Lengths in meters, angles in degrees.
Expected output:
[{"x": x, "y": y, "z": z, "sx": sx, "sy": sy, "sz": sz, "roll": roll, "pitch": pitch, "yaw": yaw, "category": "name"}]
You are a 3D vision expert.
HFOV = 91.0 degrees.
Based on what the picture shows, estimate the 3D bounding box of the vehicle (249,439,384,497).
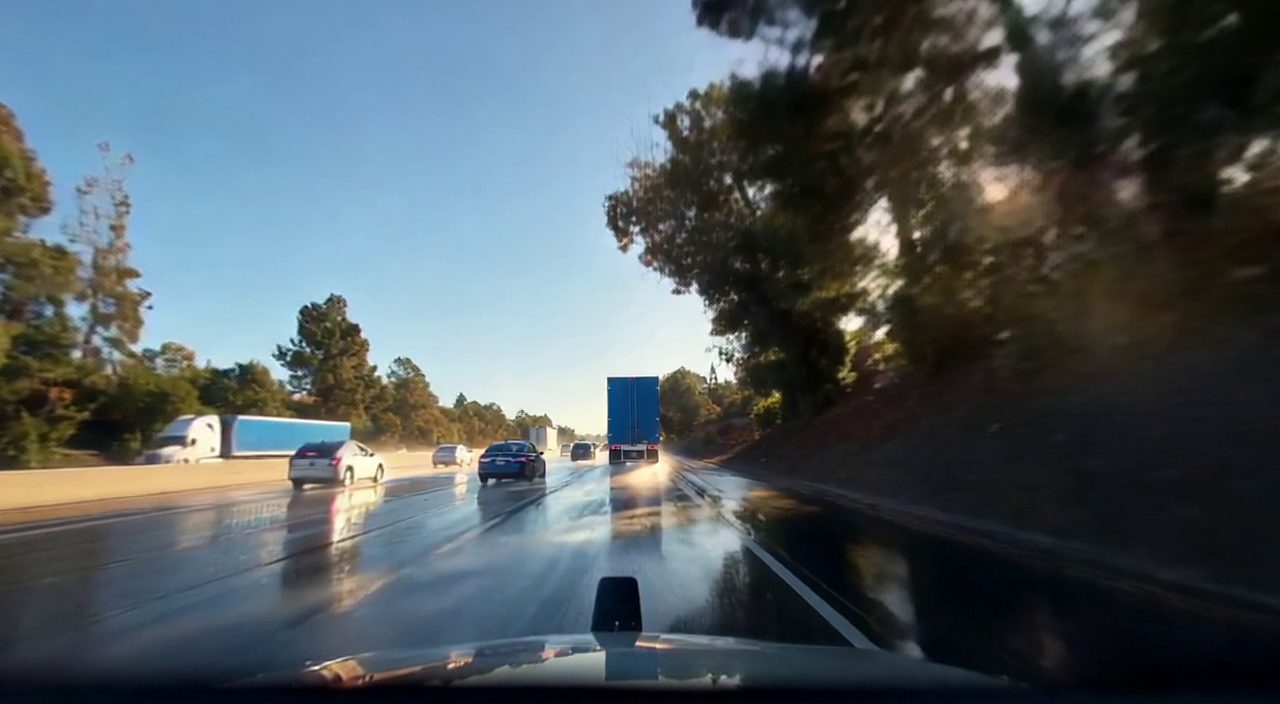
[{"x": -9.864, "y": 3.533, "z": 19.613, "sx": 1.952, "sy": 1.590, "sz": 4.090, "roll": -1, "pitch": -8, "yaw": 1, "category": "vehicle"}]

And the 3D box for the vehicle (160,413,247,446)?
[{"x": -25.544, "y": 4.510, "z": 37.027, "sx": 1.864, "sy": 1.509, "sz": 4.454, "roll": -10, "pitch": -6, "yaw": -1, "category": "vehicle"}]

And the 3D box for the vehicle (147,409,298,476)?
[{"x": -25.592, "y": 5.676, "z": 39.508, "sx": 2.852, "sy": 3.598, "sz": 9.886, "roll": 0, "pitch": -8, "yaw": -1, "category": "vehicle"}]

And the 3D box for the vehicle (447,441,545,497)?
[{"x": -4.458, "y": 3.659, "z": 20.183, "sx": 2.164, "sy": 1.582, "sz": 3.979, "roll": 0, "pitch": -8, "yaw": 0, "category": "vehicle"}]

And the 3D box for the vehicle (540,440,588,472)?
[{"x": -4.171, "y": 5.768, "z": 35.152, "sx": 2.158, "sy": 1.680, "sz": 4.087, "roll": 0, "pitch": -8, "yaw": 1, "category": "vehicle"}]

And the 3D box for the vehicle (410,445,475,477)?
[{"x": -9.898, "y": 5.461, "z": 31.887, "sx": 1.863, "sy": 1.474, "sz": 4.278, "roll": 0, "pitch": -8, "yaw": 0, "category": "vehicle"}]

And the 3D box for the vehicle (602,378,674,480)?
[{"x": -0.338, "y": 3.887, "z": 31.001, "sx": 2.913, "sy": 4.113, "sz": 10.724, "roll": 0, "pitch": -8, "yaw": -3, "category": "vehicle"}]
